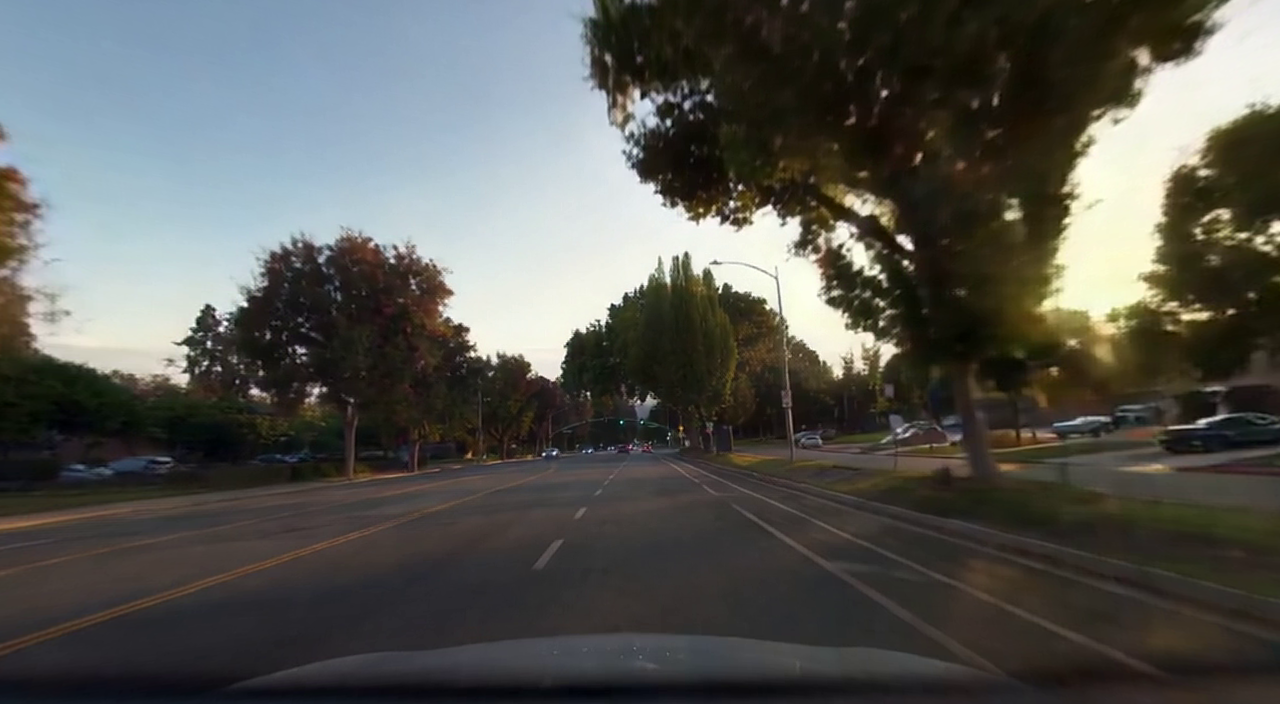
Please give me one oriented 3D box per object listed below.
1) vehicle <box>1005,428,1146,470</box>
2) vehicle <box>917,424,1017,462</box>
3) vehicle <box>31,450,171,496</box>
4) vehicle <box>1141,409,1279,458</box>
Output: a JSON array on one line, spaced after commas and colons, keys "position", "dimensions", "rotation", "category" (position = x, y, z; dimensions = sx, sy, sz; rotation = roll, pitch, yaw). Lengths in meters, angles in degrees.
[{"position": [16.002, 3.612, 23.607], "dimensions": [1.849, 1.415, 4.801], "rotation": [0, -8, 0], "category": "vehicle"}, {"position": [15.639, 4.409, 30.556], "dimensions": [2.106, 1.670, 5.008], "rotation": [0, -8, 0], "category": "vehicle"}, {"position": [-24.652, 5.526, 29.001], "dimensions": [4.715, 1.451, 1.863], "rotation": [-5, -3, -3], "category": "vehicle"}, {"position": [22.462, 3.071, 23.781], "dimensions": [5.268, 1.720, 2.149], "rotation": [-1, -9, 1], "category": "vehicle"}]
